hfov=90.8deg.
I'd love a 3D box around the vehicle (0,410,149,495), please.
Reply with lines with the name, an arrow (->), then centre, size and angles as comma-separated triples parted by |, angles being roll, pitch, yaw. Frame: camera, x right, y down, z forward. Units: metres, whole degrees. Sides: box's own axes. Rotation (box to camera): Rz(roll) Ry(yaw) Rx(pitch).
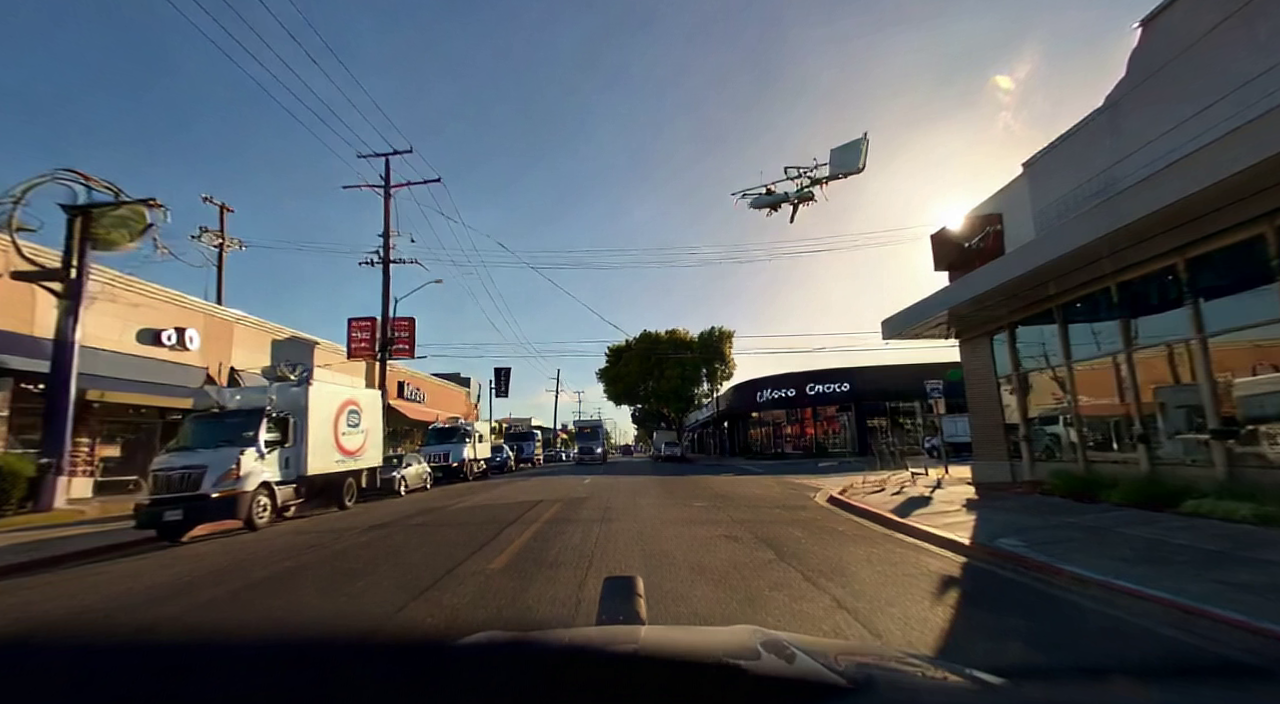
vehicle -> -20.344, 3.299, 20.811 | 6.011, 2.585, 2.607 | 0, -8, -1

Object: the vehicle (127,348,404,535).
vehicle -> -8.348, 2.106, 15.389 | 2.811, 3.398, 6.693 | -3, -7, -1

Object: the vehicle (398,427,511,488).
vehicle -> -8.052, 4.682, 28.545 | 2.737, 2.345, 7.210 | -1, -8, 2

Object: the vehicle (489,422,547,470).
vehicle -> -8.649, 6.785, 45.815 | 2.745, 3.157, 7.388 | 0, -8, 0
